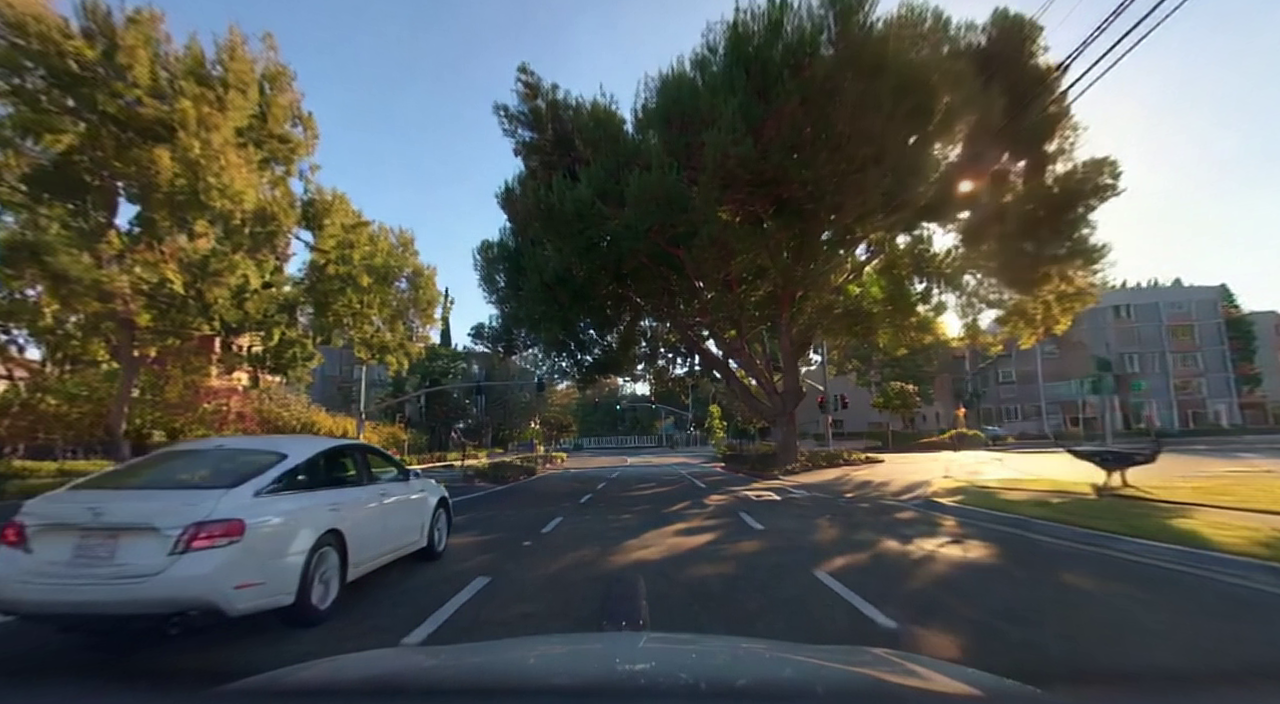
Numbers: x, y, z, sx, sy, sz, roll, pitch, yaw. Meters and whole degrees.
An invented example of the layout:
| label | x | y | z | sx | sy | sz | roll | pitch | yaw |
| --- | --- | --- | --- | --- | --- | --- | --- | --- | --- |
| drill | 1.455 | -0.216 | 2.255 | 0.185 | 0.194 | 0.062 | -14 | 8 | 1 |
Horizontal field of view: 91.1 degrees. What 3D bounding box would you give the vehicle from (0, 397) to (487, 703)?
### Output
| label | x | y | z | sx | sy | sz | roll | pitch | yaw |
| --- | --- | --- | --- | --- | --- | --- | --- | --- | --- |
| vehicle | -3.144 | 1.376 | 5.624 | 2.139 | 1.564 | 4.901 | 0 | -8 | 2 |
